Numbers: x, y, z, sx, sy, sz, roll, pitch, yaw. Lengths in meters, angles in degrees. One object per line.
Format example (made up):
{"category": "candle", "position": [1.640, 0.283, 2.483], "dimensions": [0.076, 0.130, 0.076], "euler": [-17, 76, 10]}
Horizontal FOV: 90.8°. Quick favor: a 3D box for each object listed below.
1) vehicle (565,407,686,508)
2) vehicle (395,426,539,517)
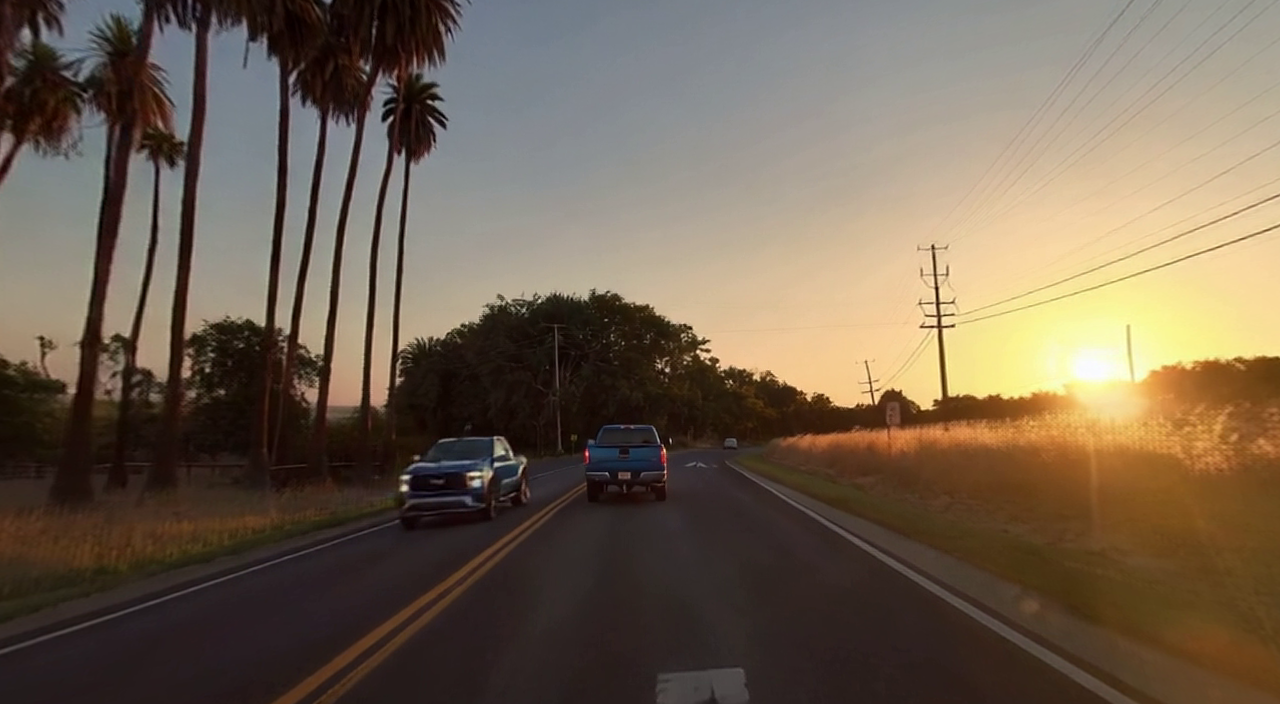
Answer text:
{"category": "vehicle", "position": [-0.358, 2.792, 17.099], "dimensions": [2.693, 2.223, 5.885], "euler": [0, -9, -1]}
{"category": "vehicle", "position": [-4.183, 2.987, 16.330], "dimensions": [2.276, 1.965, 5.009], "euler": [0, -9, 0]}
